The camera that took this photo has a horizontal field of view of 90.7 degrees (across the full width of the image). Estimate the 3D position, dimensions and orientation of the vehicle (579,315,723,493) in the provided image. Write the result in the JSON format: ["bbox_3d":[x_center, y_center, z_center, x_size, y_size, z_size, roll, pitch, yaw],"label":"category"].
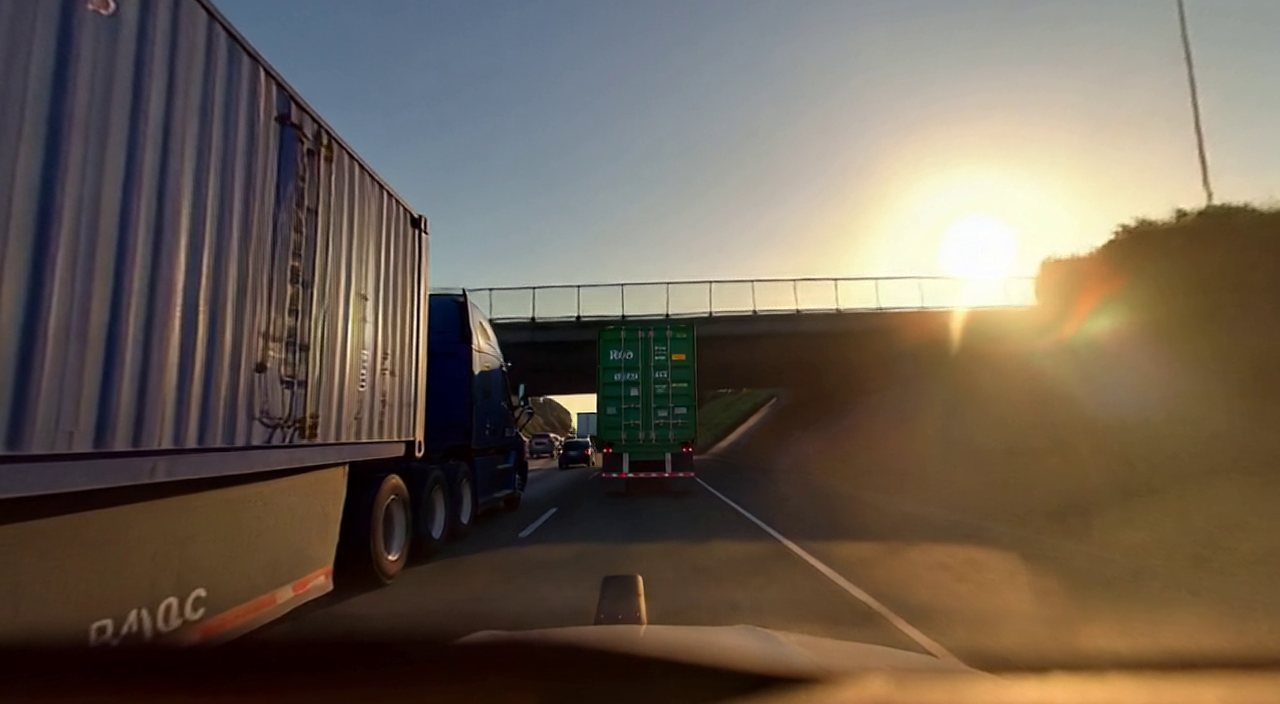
[{"bbox_3d":[0.224,1.753,18.756,3.357,4.212,7.519,0,-9,0],"label":"vehicle"}]

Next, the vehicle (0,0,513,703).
[{"bbox_3d":[-3.707,-0.219,3.809,2.873,4.198,13.317,-1,-8,1],"label":"vehicle"}]
